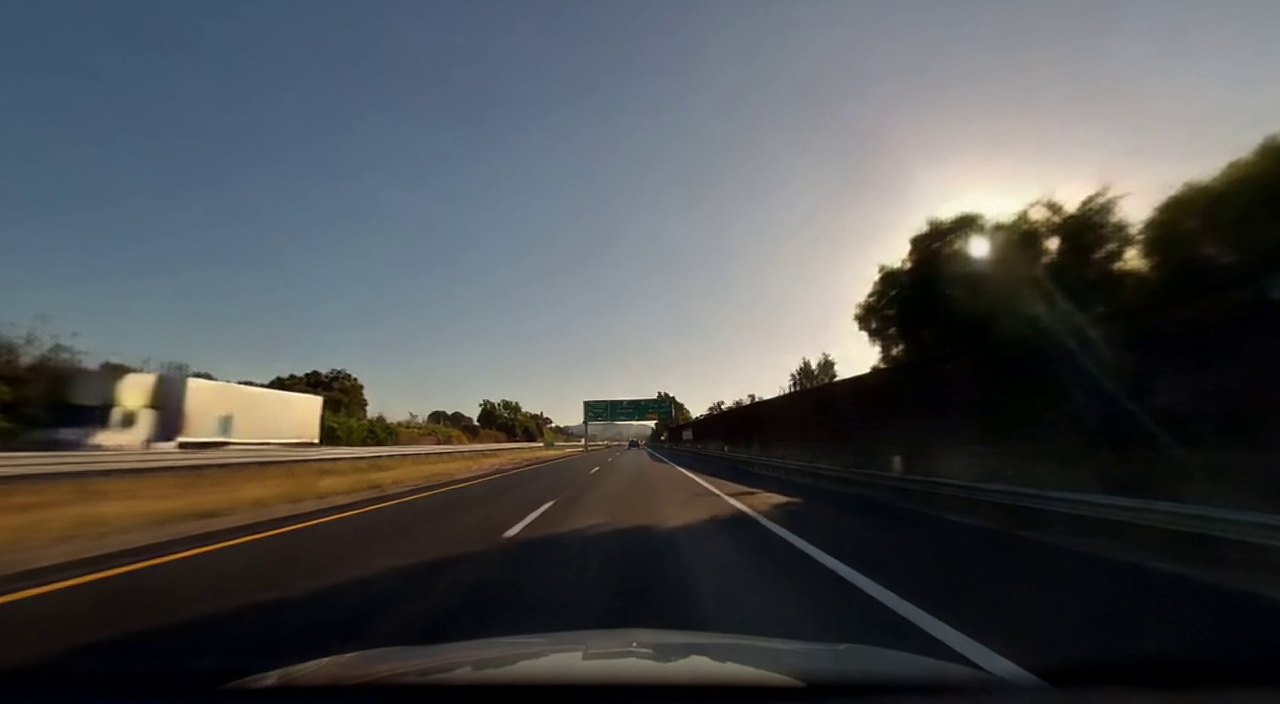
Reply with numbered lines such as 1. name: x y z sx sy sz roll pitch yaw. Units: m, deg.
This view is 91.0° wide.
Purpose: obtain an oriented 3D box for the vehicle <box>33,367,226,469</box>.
1. vehicle: -21.566 2.942 27.183 3.243 3.864 5.872 0 -8 0
